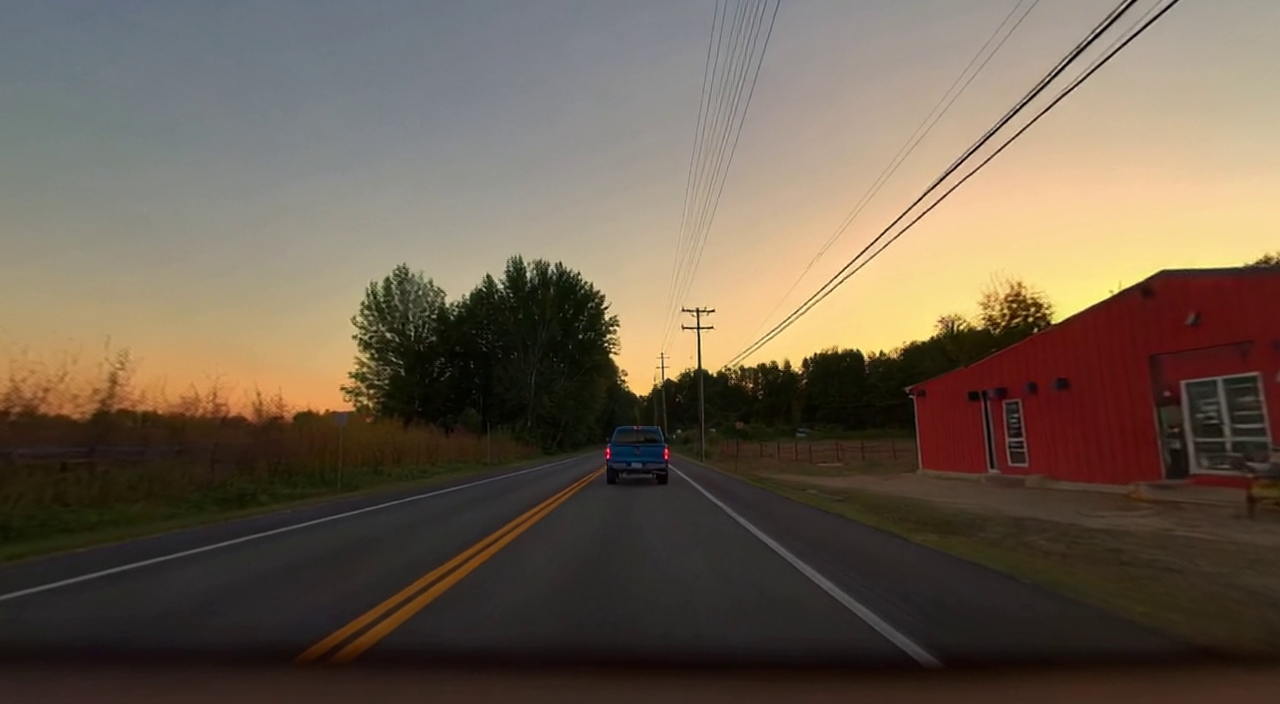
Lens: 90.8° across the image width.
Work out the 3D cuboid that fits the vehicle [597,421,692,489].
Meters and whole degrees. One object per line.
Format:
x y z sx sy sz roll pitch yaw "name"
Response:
0.071 3.691 23.029 2.921 2.031 7.416 0 -8 -1 "vehicle"
